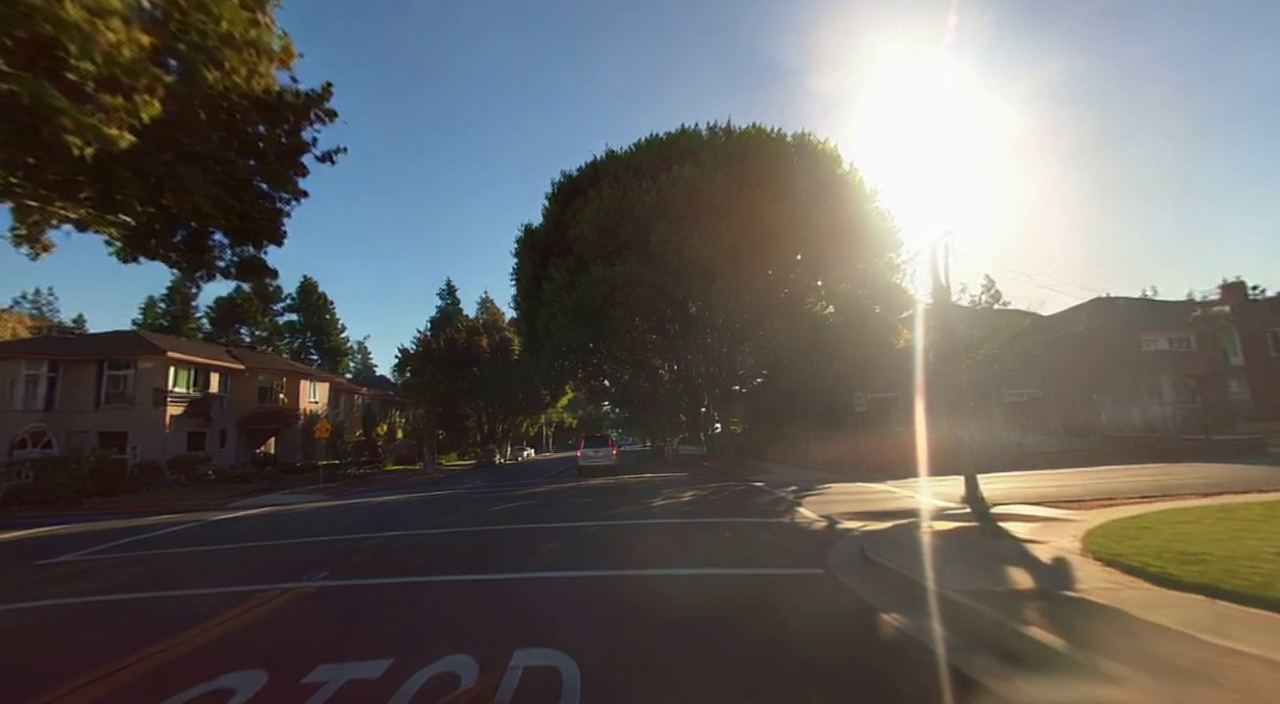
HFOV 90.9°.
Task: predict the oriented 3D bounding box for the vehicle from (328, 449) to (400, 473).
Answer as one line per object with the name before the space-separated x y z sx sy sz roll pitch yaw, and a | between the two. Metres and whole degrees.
vehicle | -17.918 7.053 41.007 3.806 1.501 1.892 0 -9 -1

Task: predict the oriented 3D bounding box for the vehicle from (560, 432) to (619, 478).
vehicle | -1.987 4.203 25.946 2.172 1.722 4.201 1 -8 -2

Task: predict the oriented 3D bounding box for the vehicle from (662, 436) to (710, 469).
vehicle | 2.339 5.277 33.103 1.987 1.608 3.883 1 -8 -4
